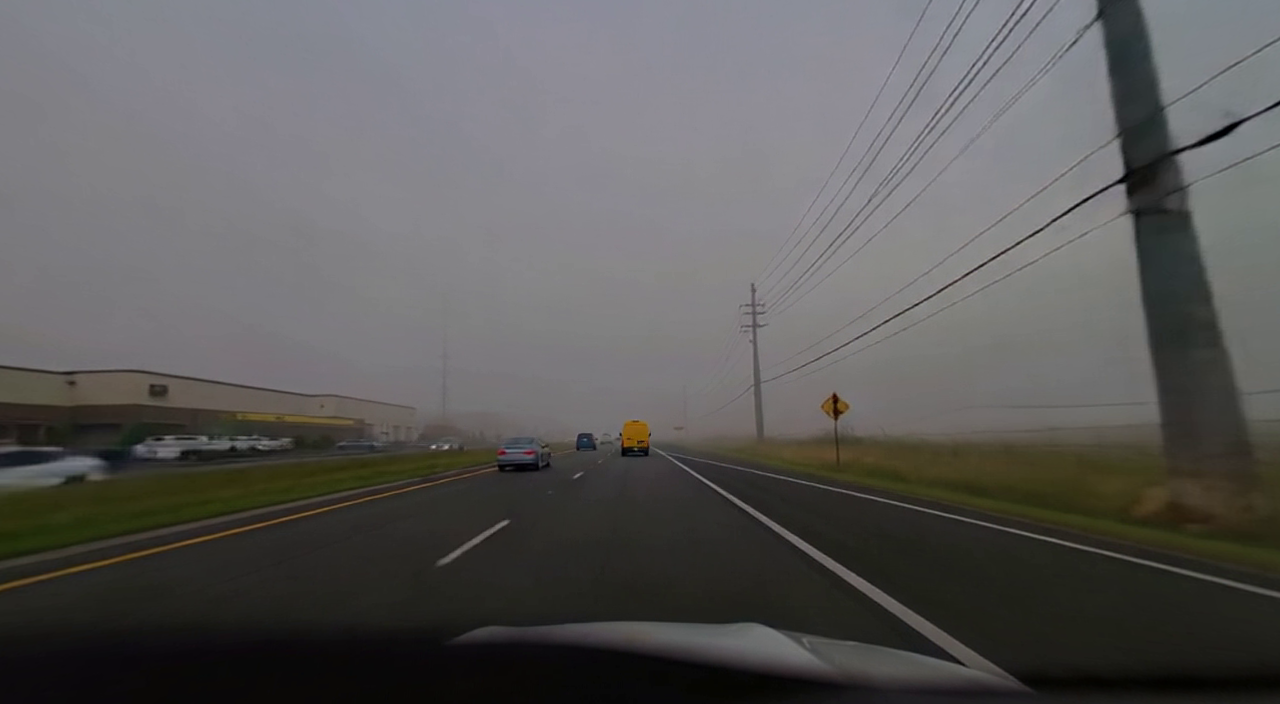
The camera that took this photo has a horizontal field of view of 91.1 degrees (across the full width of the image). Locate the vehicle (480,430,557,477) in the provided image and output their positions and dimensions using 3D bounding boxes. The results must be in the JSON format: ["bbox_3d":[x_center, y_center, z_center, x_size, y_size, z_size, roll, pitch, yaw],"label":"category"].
[{"bbox_3d":[-4.419,3.742,23.504,2.058,1.557,4.125,0,-8,0],"label":"vehicle"}]

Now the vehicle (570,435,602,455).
[{"bbox_3d":[-4.135,7.221,48.873,2.087,1.464,4.853,0,-8,-1],"label":"vehicle"}]

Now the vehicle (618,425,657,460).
[{"bbox_3d":[-0.177,5.477,38.139,2.213,1.997,4.456,0,-8,-1],"label":"vehicle"}]
